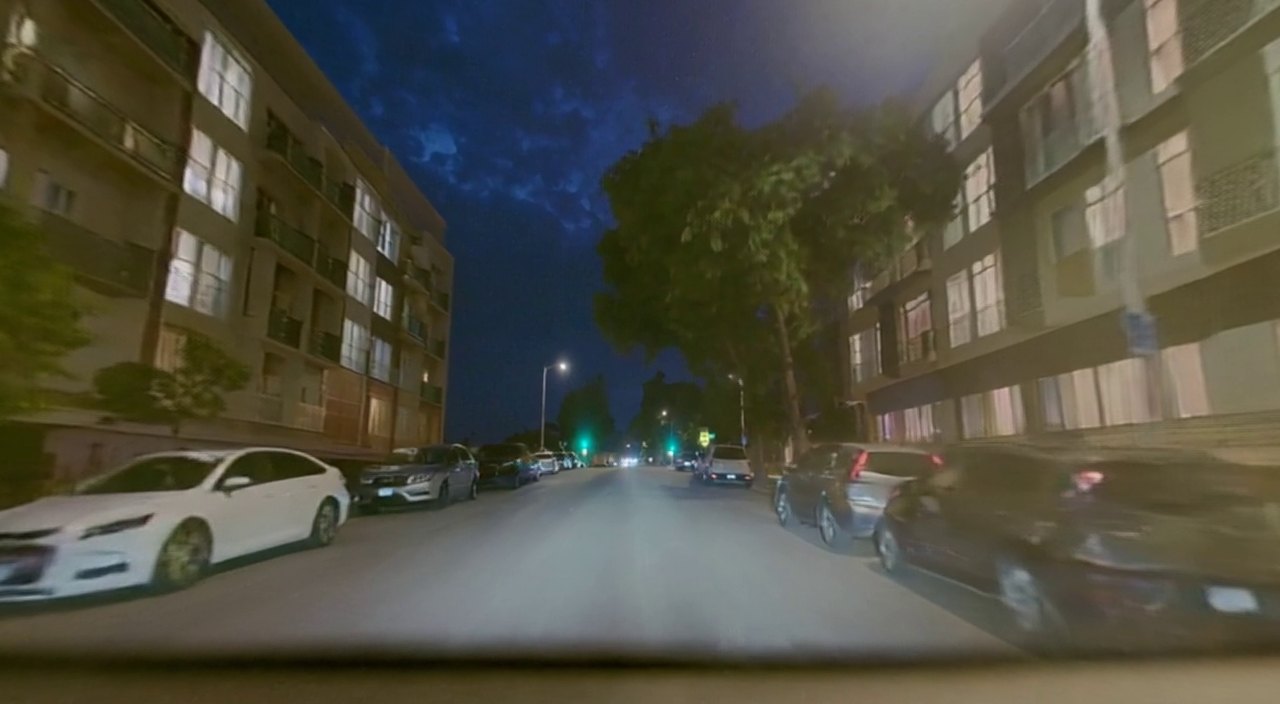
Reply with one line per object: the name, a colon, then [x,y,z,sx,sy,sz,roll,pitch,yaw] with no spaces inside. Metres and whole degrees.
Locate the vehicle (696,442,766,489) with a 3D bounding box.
vehicle: [3.803,4.843,27.412,2.137,1.848,4.953,0,-8,-2]

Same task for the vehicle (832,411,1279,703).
vehicle: [3.553,1.497,5.793,1.988,1.652,5.017,0,-8,0]

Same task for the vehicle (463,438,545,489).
vehicle: [-5.908,4.898,28.192,2.499,2.008,5.293,0,-8,0]

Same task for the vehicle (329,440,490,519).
vehicle: [-6.046,3.373,17.526,2.431,1.718,5.431,-3,-8,0]

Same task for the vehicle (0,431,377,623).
vehicle: [-5.649,1.937,8.249,2.256,1.590,5.488,-2,-8,-2]
